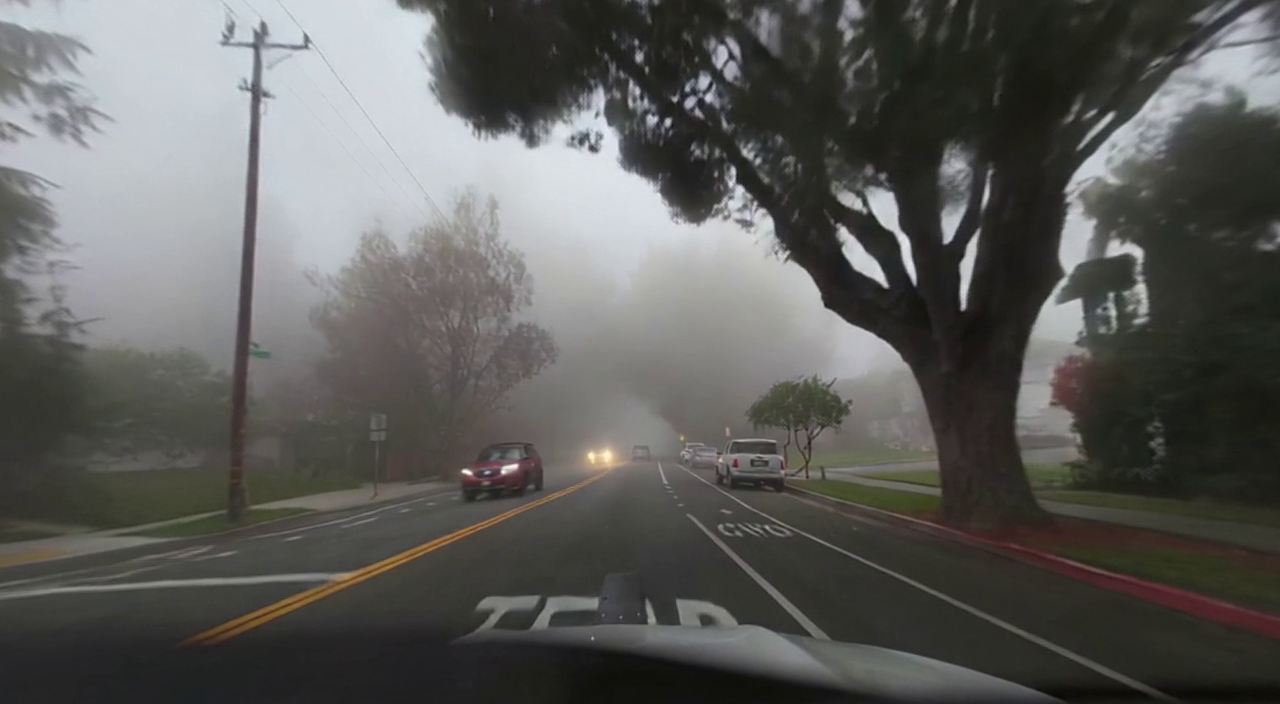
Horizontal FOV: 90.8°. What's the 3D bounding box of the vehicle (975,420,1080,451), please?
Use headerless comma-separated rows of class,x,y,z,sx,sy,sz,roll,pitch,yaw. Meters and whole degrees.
vehicle,22.283,4.841,36.438,4.799,1.678,2.002,1,-9,-4

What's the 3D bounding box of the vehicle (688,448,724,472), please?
vehicle,4.219,6.969,41.083,1.874,1.415,4.683,0,-9,0

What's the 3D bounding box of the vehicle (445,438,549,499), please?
vehicle,-4.638,3.850,21.432,2.091,1.793,5.296,0,-9,2

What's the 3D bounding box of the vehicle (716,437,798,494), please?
vehicle,3.903,3.884,22.024,2.087,1.725,4.986,0,-9,2
